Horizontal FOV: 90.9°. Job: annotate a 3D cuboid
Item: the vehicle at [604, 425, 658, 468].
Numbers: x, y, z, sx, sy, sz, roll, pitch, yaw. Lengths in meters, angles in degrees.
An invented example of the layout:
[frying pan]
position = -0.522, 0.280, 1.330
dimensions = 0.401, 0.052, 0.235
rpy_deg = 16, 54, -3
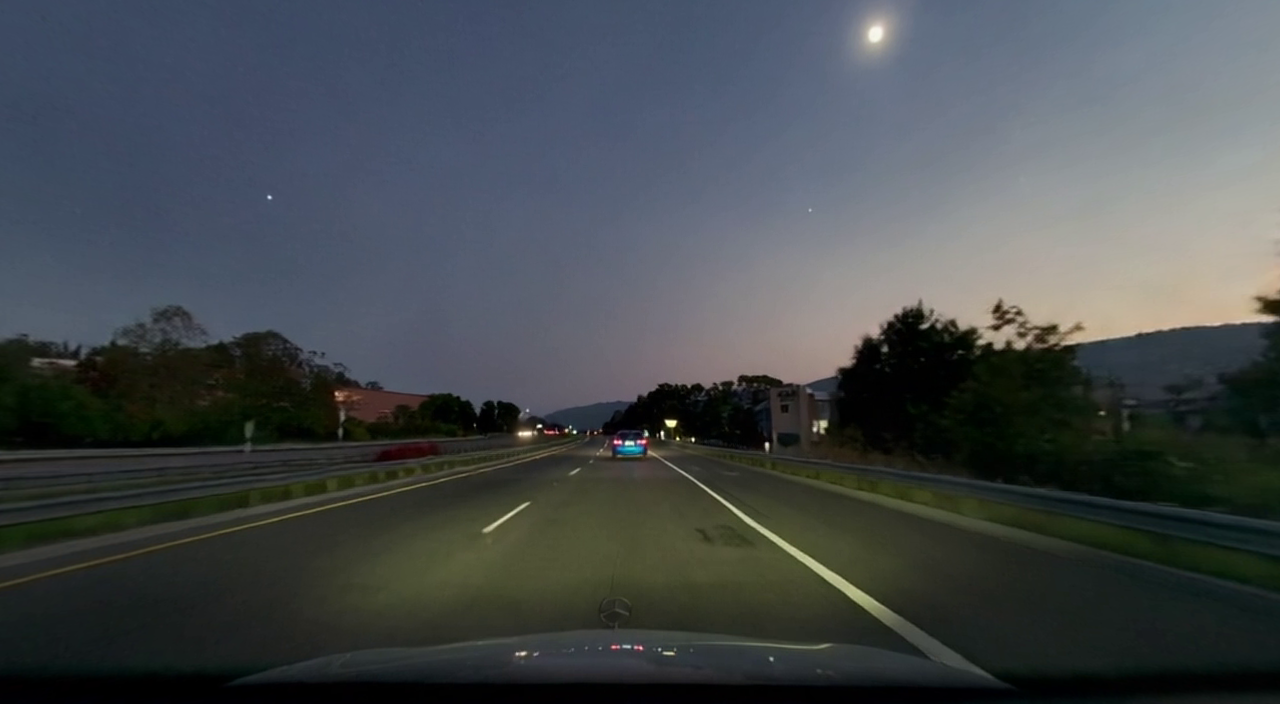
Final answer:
[vehicle]
position = -0.397, 3.857, 25.866
dimensions = 2.020, 1.633, 3.942
rpy_deg = 0, -8, -1
